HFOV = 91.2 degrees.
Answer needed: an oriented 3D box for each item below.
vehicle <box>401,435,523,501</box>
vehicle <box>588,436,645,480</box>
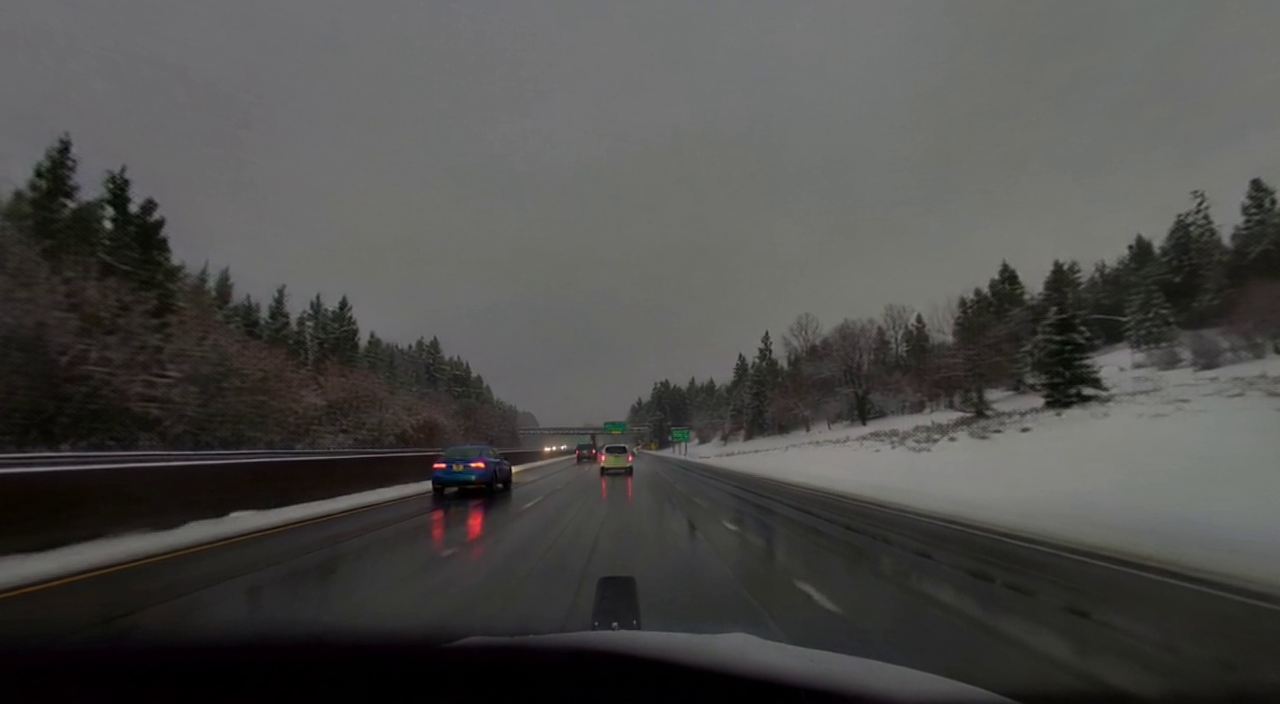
[{"bbox_3d":[-4.834,3.232,17.829,2.103,1.588,4.709,-1,-9,0],"label":"vehicle"},{"bbox_3d":[-0.984,4.453,26.522,2.220,1.711,4.056,0,-9,-2],"label":"vehicle"}]
